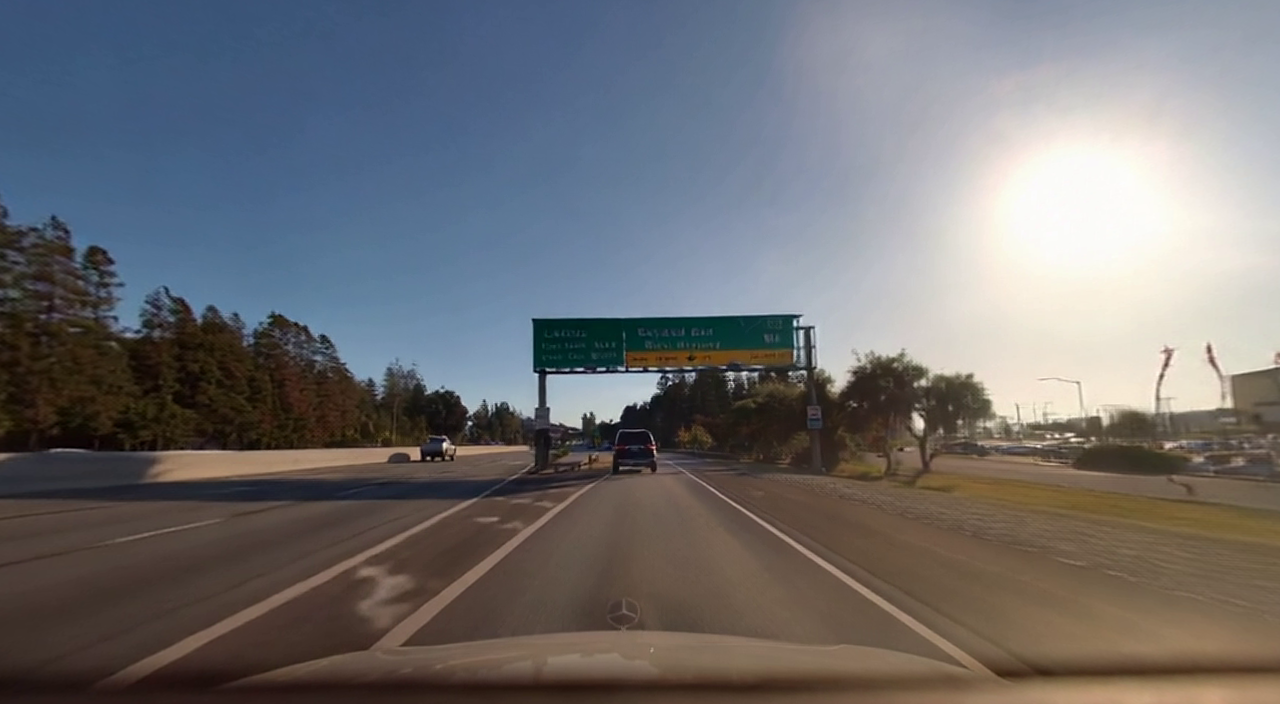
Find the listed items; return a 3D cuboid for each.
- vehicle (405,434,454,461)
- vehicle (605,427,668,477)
[{"bbox_3d":[-16.115,7.365,48.671,2.289,1.955,5.147,0,-9,-4],"label":"vehicle"},{"bbox_3d":[-0.173,4.380,27.811,2.497,1.957,5.432,0,-9,-1],"label":"vehicle"}]
